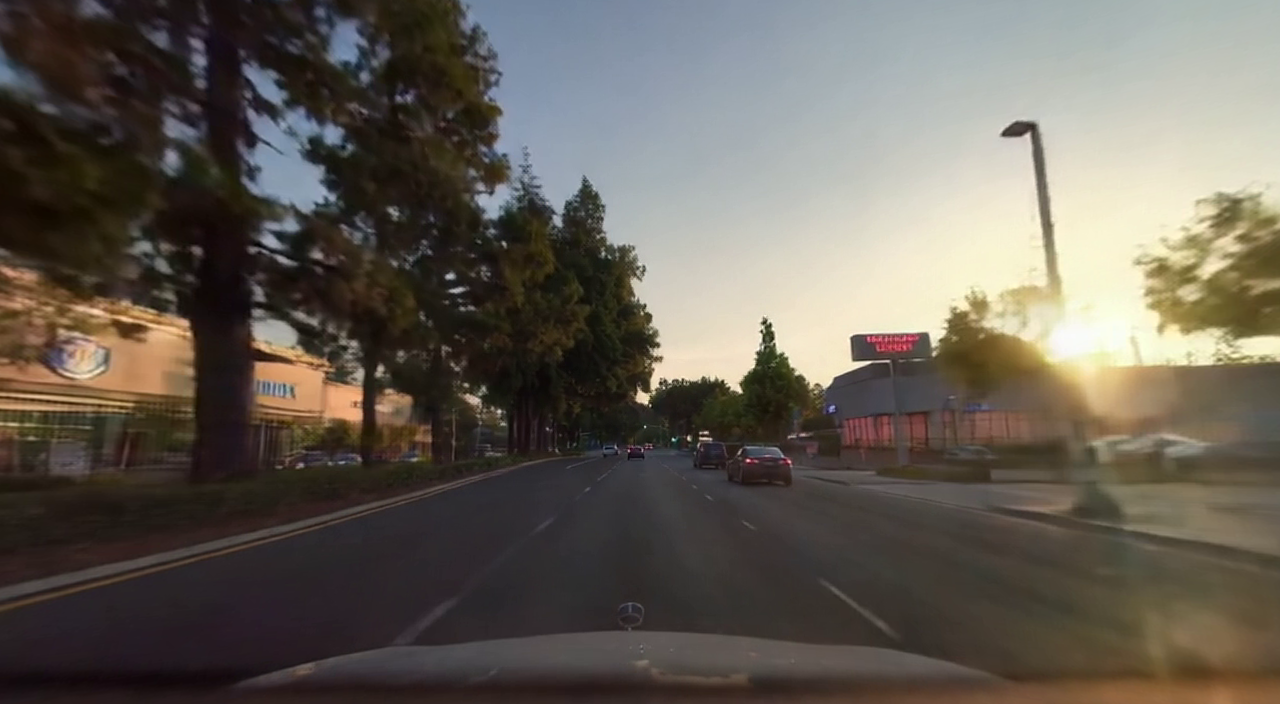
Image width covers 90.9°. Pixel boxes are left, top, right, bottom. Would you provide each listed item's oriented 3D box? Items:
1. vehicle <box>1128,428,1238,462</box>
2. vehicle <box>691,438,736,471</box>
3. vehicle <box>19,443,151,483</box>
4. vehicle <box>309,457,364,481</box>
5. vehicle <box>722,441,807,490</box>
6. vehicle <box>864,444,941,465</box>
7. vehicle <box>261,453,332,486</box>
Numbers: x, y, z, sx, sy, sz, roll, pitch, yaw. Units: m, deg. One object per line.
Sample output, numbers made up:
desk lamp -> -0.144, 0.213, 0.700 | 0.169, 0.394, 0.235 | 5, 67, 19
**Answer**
vehicle -> 32.175, 5.494, 37.437 | 4.463, 1.856, 2.209 | -1, -8, -1
vehicle -> 4.537, 6.367, 39.451 | 2.140, 1.921, 4.431 | 0, -9, -2
vehicle -> -31.328, 6.245, 35.949 | 2.217, 1.969, 5.932 | -1, -8, -1
vehicle -> -22.688, 8.731, 47.371 | 1.833, 1.534, 4.821 | -1, -8, -1
vehicle -> 4.085, 3.798, 21.456 | 1.916, 1.459, 4.335 | 0, -9, -2
vehicle -> 18.458, 7.210, 44.446 | 4.502, 1.459, 2.082 | 0, -9, -2
vehicle -> -22.369, 7.607, 41.304 | 2.058, 1.837, 4.990 | -3, -8, -2
